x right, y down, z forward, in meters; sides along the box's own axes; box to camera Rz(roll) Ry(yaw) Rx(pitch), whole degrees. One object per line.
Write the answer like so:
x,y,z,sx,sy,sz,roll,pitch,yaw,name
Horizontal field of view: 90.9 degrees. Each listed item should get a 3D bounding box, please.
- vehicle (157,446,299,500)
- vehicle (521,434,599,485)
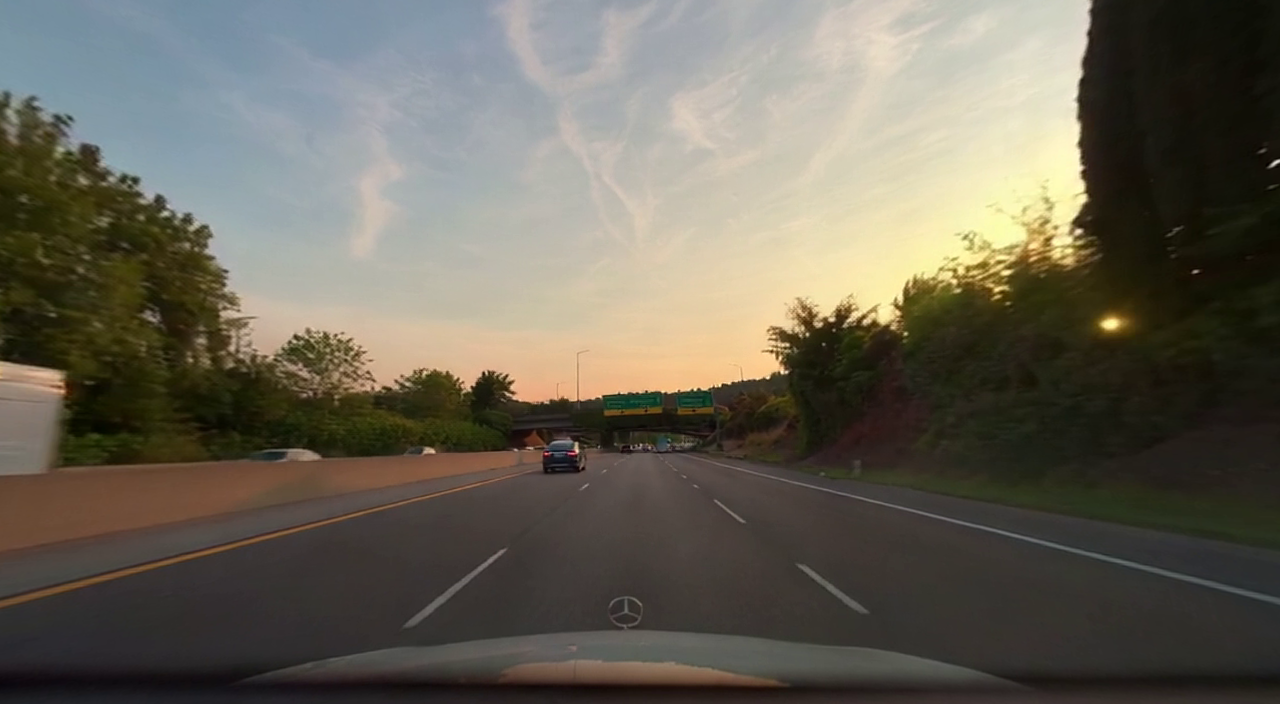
-12.507,3.667,19.469,1.790,1.479,3.789,0,-9,0,vehicle
-2.754,3.836,22.712,2.183,1.662,3.968,0,-9,1,vehicle
